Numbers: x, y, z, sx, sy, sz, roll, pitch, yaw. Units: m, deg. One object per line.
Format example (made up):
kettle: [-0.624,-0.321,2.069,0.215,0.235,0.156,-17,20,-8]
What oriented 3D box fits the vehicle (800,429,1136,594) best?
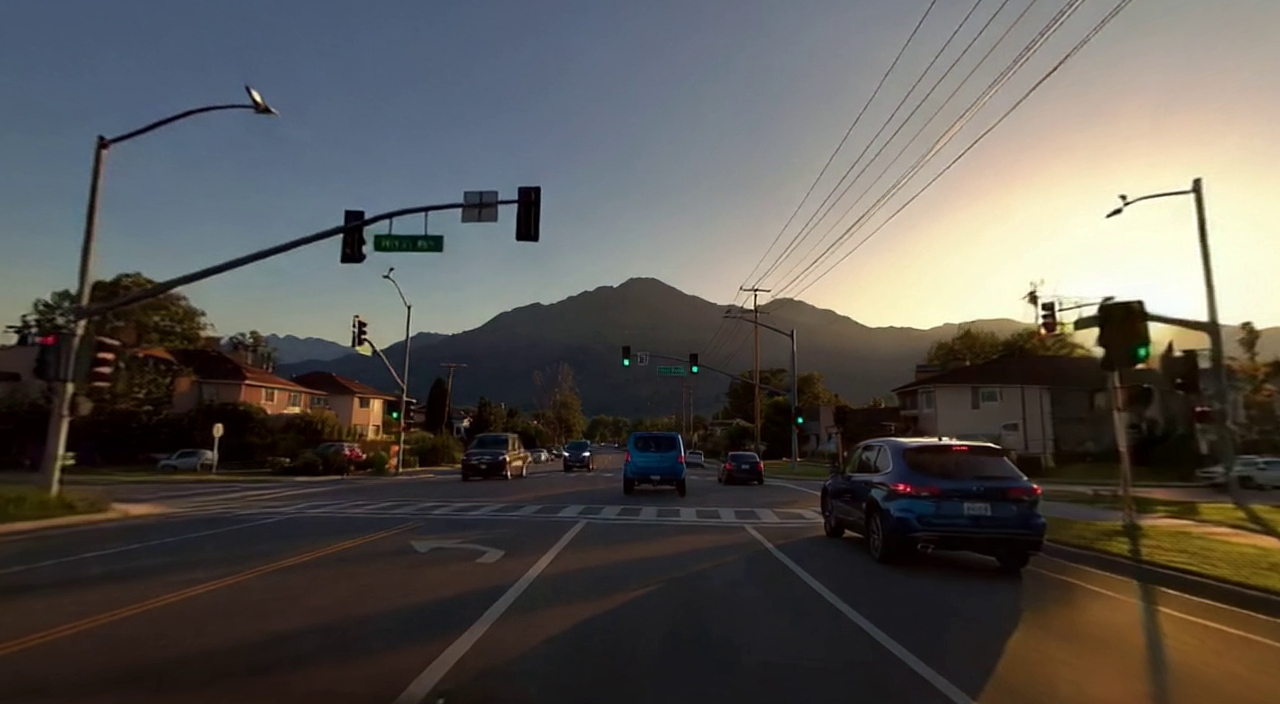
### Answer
vehicle: [3.951,1.980,8.842,2.155,1.658,4.721,0,-8,0]

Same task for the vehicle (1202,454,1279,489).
vehicle: [29.145,5.453,28.935,4.649,1.481,2.019,0,-9,1]

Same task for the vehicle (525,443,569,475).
vehicle: [-5.568,6.426,38.073,1.983,1.801,4.391,0,-8,0]

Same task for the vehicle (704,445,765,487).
vehicle: [3.901,4.776,26.794,1.957,1.646,4.355,0,-8,0]

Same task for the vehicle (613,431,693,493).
vehicle: [0.445,4.011,23.420,2.636,2.011,5.130,0,-8,0]

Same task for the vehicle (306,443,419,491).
vehicle: [-11.860,4.848,26.931,4.530,1.864,1.999,-5,-10,29]

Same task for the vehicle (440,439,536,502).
vehicle: [-4.960,3.676,20.082,2.059,1.749,4.458,4,-9,-25]
